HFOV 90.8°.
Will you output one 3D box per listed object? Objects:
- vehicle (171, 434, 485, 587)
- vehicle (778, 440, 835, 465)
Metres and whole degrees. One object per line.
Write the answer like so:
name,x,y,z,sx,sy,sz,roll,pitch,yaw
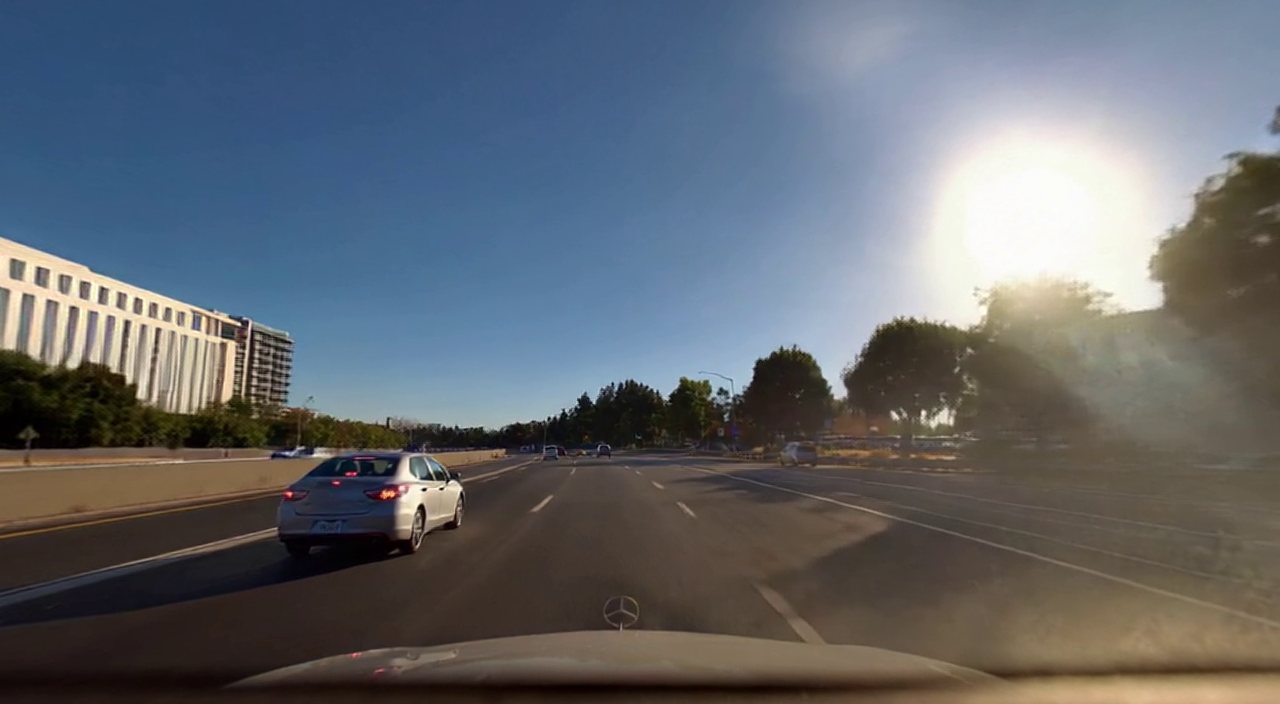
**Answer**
vehicle,-3.601,1.880,8.431,2.018,1.476,4.364,0,-8,-1
vehicle,11.414,6.945,43.712,1.983,1.613,5.190,1,-8,-7
